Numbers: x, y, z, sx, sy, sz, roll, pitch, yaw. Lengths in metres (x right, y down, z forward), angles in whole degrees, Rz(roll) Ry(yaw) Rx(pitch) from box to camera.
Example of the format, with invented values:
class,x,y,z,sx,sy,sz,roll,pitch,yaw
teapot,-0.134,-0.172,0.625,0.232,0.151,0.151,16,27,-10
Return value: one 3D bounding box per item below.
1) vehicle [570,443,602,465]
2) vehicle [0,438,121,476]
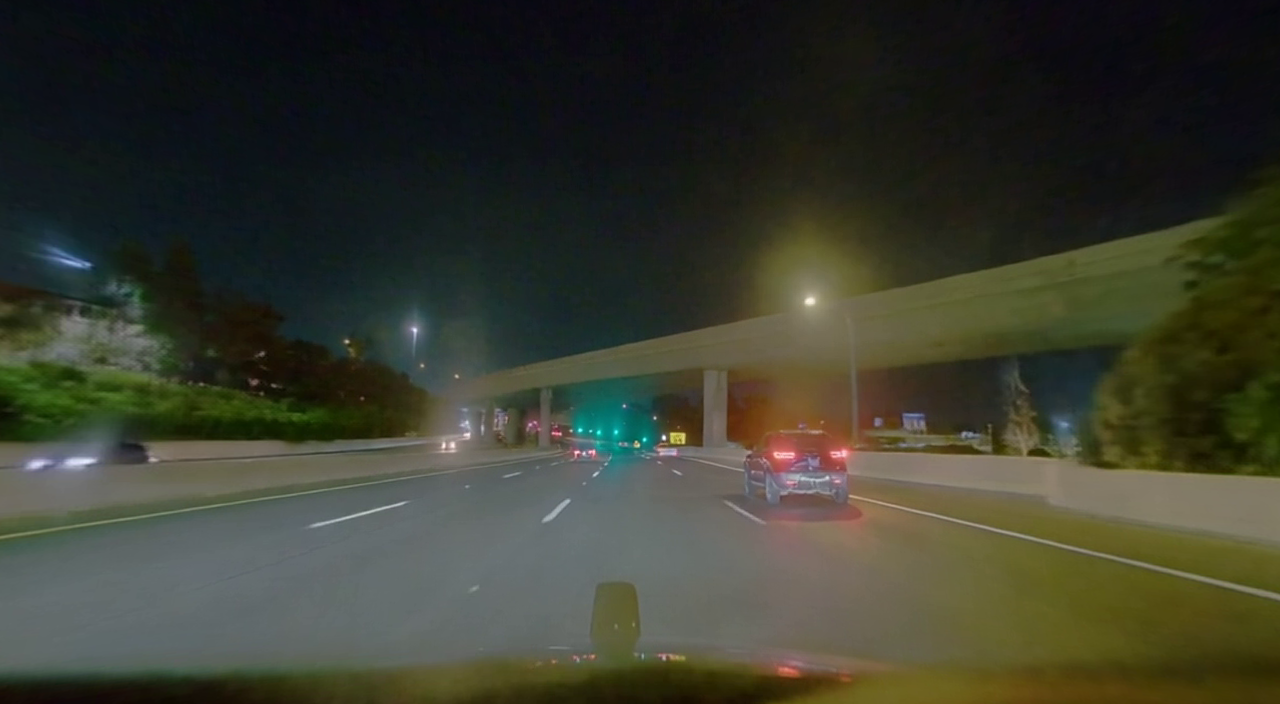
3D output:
class,x,y,z,sx,sy,sz,roll,pitch,yaw
vehicle,-3.915,7.522,46.741,2.037,1.514,4.335,0,-8,-1
vehicle,-24.620,4.389,26.630,1.889,1.472,4.455,0,-8,-4
